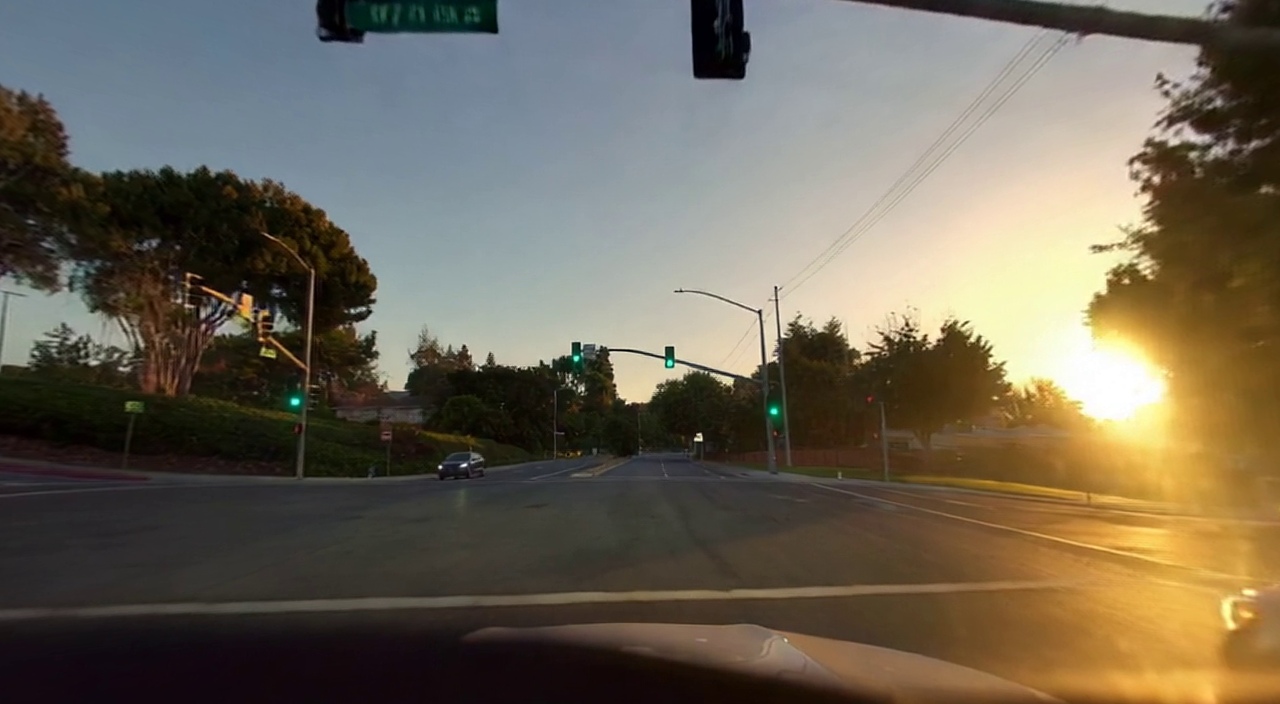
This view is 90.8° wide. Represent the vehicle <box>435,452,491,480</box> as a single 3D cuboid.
[{"bbox_3d":[-10.366,6.687,37.250,1.983,1.482,4.190,-1,-9,2],"label":"vehicle"}]

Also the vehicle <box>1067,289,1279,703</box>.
[{"bbox_3d":[3.295,0.498,0.658,2.256,1.856,4.840,0,-9,0],"label":"vehicle"}]
